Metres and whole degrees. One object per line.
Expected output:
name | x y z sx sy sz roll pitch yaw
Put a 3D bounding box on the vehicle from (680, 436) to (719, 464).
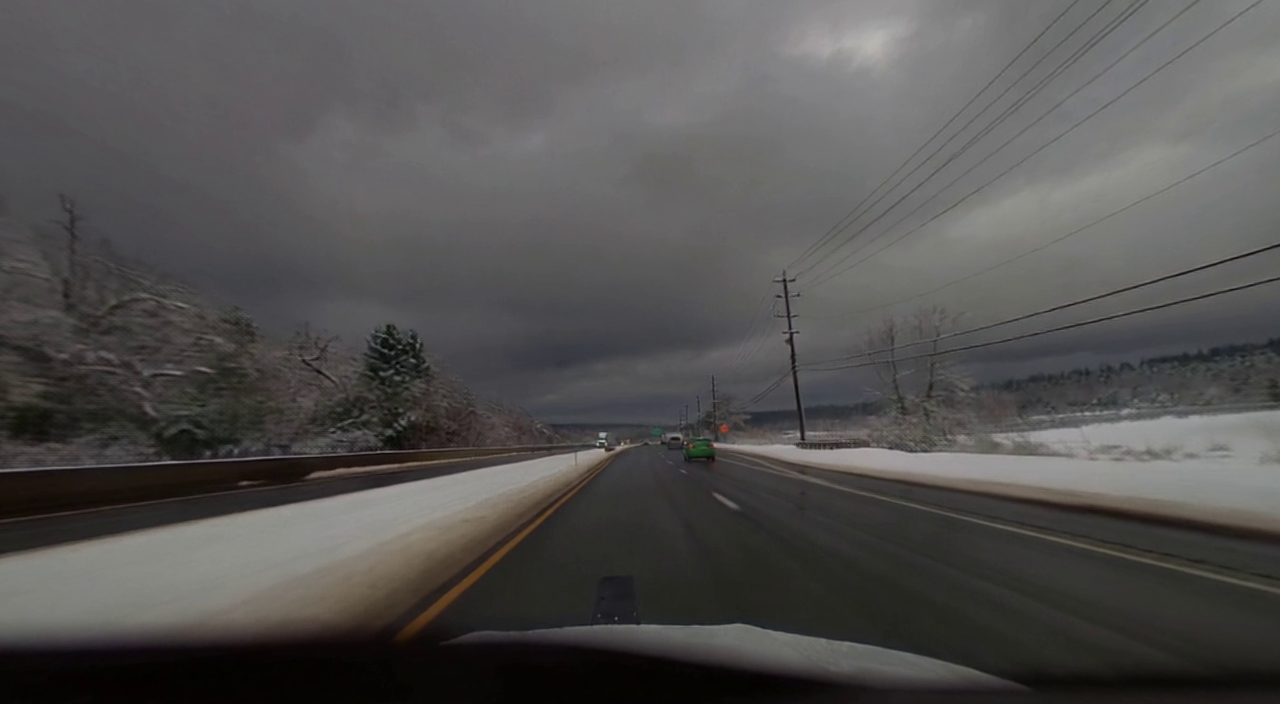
vehicle | 3.587 5.979 38.555 1.977 1.581 4.428 -1 -8 0
